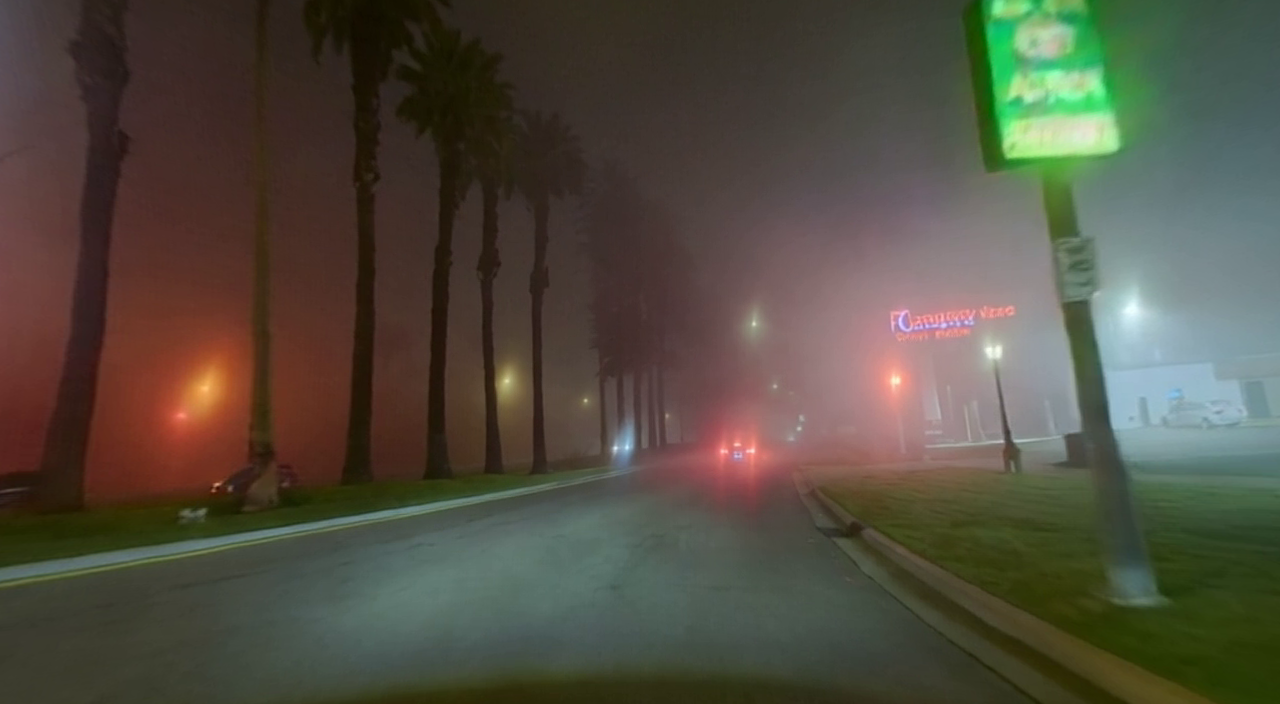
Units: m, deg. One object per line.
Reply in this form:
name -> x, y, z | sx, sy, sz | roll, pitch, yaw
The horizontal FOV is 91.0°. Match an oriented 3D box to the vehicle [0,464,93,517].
vehicle -> -21.926, 4.748, 21.629 | 1.884, 1.651, 4.330 | -2, -9, 12

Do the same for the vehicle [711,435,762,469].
vehicle -> 4.680, 4.740, 30.066 | 2.050, 1.509, 4.148 | -2, -9, 13

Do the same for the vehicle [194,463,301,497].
vehicle -> -19.806, 6.436, 32.056 | 1.825, 1.441, 4.656 | -2, -9, 11

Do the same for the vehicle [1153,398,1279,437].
vehicle -> 30.711, 3.534, 33.585 | 4.513, 1.657, 2.002 | -6, -10, 18
